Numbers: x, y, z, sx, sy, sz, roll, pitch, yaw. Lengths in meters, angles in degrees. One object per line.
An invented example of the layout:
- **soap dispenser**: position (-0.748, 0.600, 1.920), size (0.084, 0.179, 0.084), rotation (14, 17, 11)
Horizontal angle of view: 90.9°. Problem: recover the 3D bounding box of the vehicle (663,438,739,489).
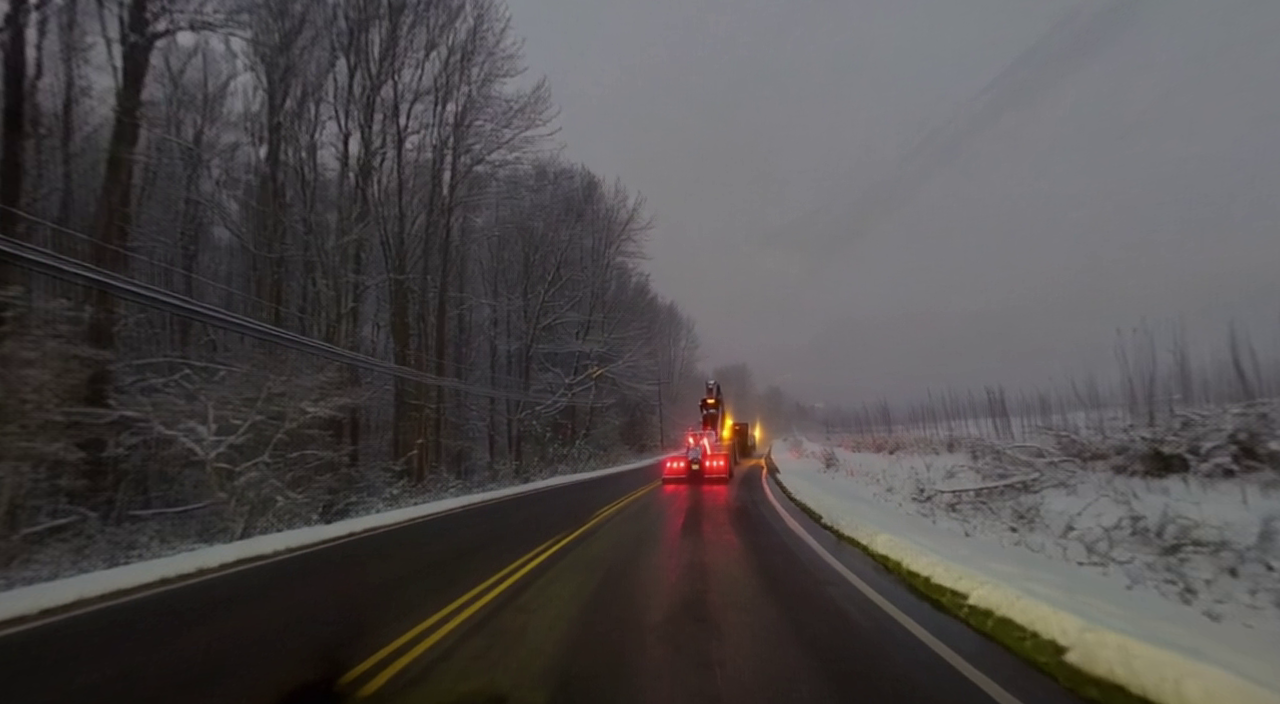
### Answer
- **vehicle**: position (2.044, 3.590, 20.723), size (2.196, 1.465, 4.294), rotation (-1, -8, 7)
